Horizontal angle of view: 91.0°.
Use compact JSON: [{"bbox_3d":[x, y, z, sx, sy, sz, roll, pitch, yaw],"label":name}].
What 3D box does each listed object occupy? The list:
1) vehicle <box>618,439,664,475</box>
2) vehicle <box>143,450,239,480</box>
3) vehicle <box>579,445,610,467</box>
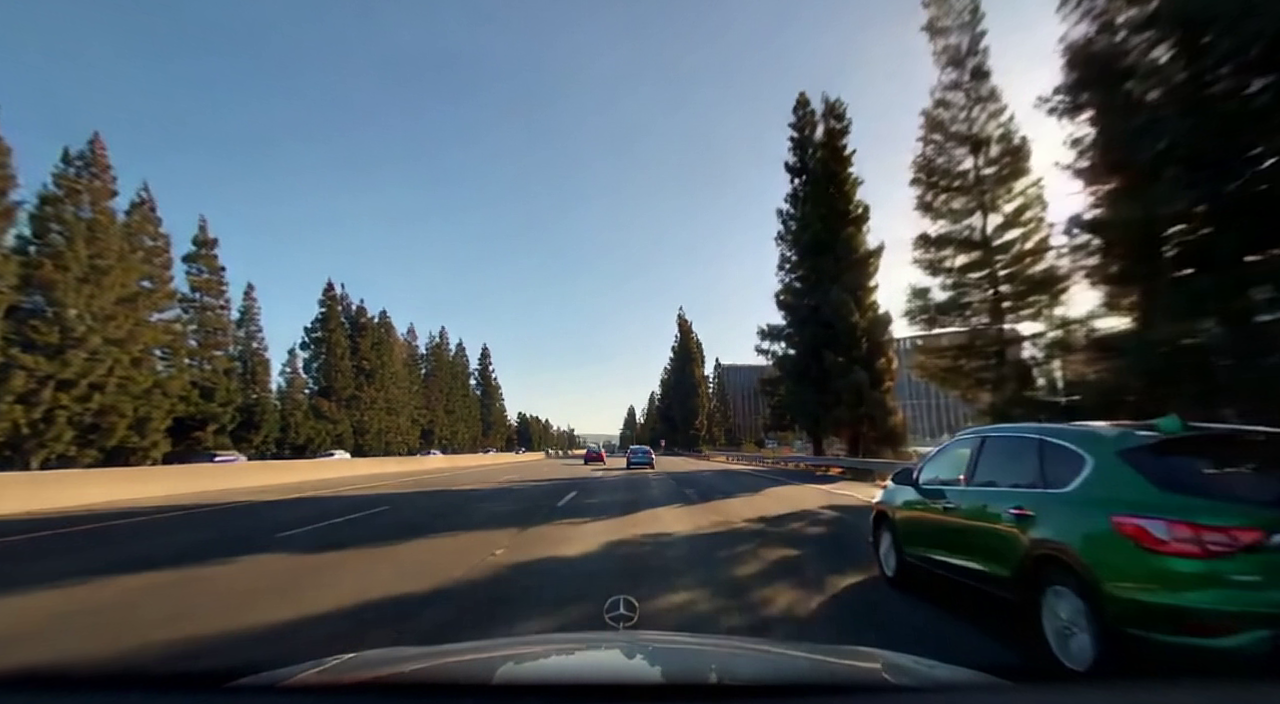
[{"bbox_3d":[0.017,5.649,34.298,2.302,1.810,4.707,0,-8,-1],"label":"vehicle"},{"bbox_3d":[-26.095,6.554,36.820,2.025,1.514,4.779,0,-8,0],"label":"vehicle"},{"bbox_3d":[-3.479,8.055,48.966,2.049,1.659,4.183,0,-8,0],"label":"vehicle"}]
